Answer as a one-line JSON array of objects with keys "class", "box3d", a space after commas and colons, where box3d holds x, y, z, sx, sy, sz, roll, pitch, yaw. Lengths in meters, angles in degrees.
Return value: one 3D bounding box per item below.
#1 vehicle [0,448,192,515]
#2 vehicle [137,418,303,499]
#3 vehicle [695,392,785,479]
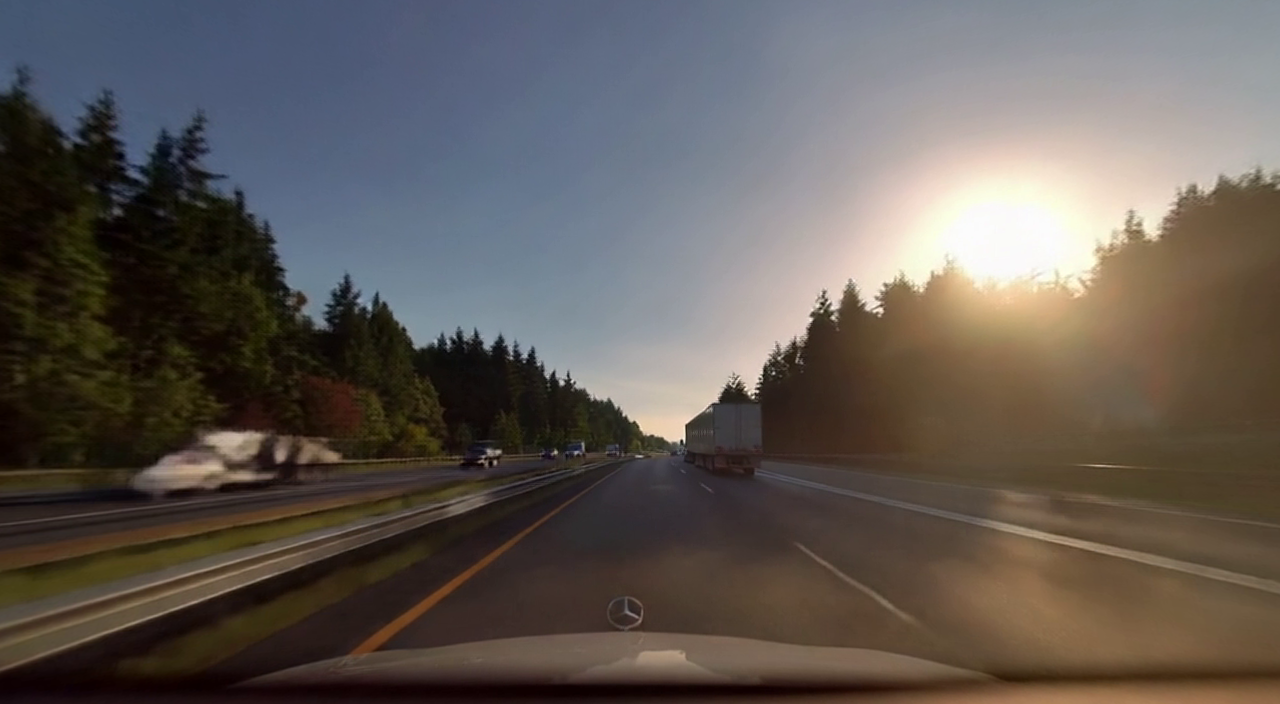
[{"class": "vehicle", "box3d": [-15.645, 3.626, 18.217, 2.040, 1.659, 4.491, 0, -9, 0]}, {"class": "vehicle", "box3d": [-15.666, 4.008, 24.061, 2.493, 2.709, 5.288, 0, -9, 1]}, {"class": "vehicle", "box3d": [5.160, 4.888, 35.864, 2.859, 3.984, 14.045, 0, -9, 0]}]
